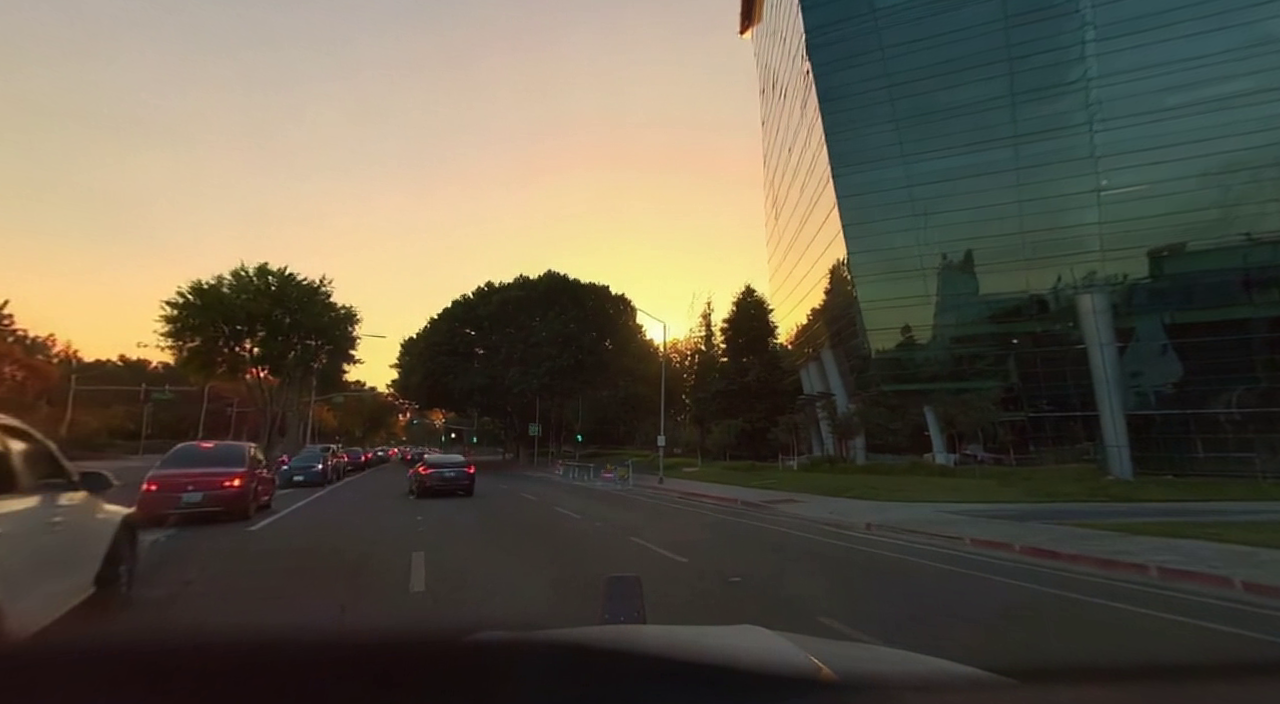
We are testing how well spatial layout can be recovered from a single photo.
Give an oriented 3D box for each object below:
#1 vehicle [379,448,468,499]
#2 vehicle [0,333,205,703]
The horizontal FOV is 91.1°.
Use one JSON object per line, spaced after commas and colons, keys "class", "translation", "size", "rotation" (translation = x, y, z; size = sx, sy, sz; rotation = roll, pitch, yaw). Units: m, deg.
{"class": "vehicle", "translation": [-7.652, 4.109, 21.819], "size": [2.205, 1.537, 4.895], "rotation": [4, -9, -27]}
{"class": "vehicle", "translation": [-4.585, 1.082, 4.044], "size": [2.275, 1.819, 4.883], "rotation": [4, -10, -28]}
